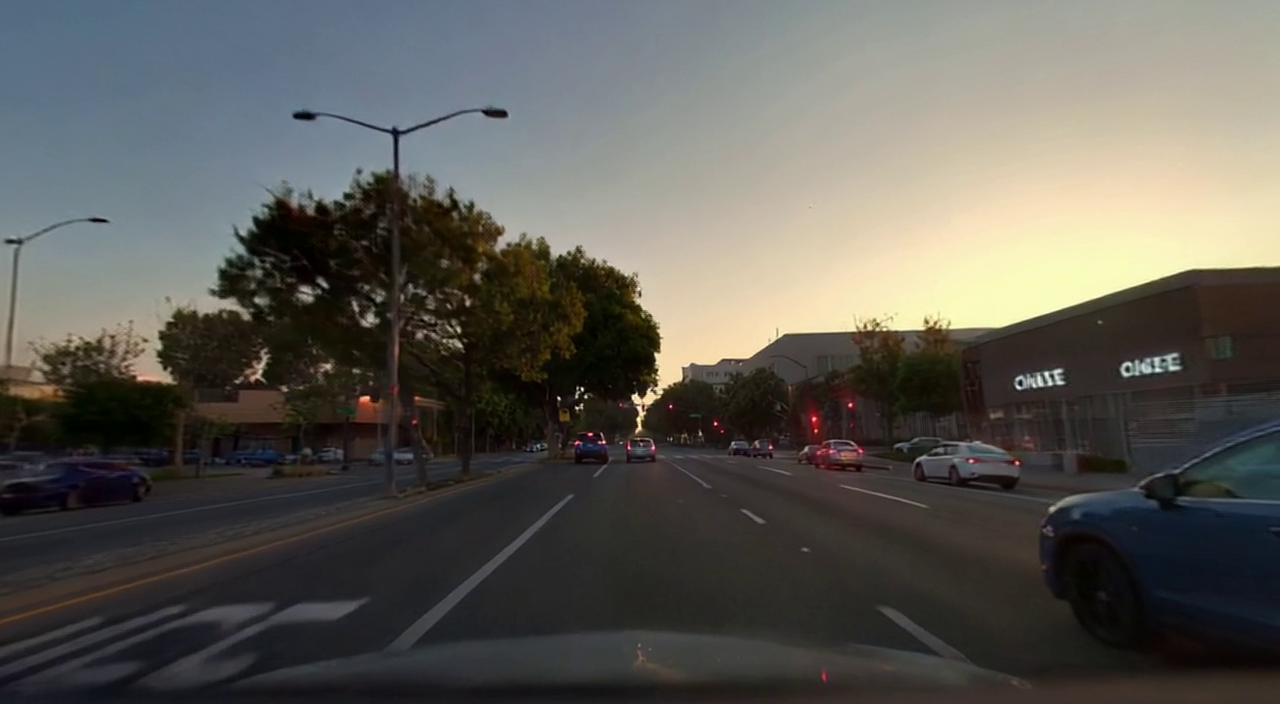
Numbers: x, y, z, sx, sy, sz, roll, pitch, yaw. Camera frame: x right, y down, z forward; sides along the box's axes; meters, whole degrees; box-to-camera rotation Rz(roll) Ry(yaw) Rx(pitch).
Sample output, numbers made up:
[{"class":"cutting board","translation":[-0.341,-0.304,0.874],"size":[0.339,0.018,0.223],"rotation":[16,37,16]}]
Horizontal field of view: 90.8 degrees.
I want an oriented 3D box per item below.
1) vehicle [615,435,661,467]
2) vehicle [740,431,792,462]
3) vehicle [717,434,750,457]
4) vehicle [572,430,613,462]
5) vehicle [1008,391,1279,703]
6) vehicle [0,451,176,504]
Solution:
[{"class":"vehicle","translation":[-0.092,4.884,31.271],"size":[2.097,1.480,4.006],"rotation":[0,-8,0]},{"class":"vehicle","translation":[7.375,5.599,37.444],"size":[2.068,1.731,4.752],"rotation":[0,-8,-1]},{"class":"vehicle","translation":[7.212,7.303,49.144],"size":[1.894,1.693,4.110],"rotation":[0,-8,-1]},{"class":"vehicle","translation":[-2.791,5.740,38.499],"size":[2.064,1.825,4.760],"rotation":[0,-8,1]},{"class":"vehicle","translation":[3.742,0.875,2.504],"size":[1.861,1.473,4.393],"rotation":[0,-8,-1]},{"class":"vehicle","translation":[-18.069,4.060,20.901],"size":[1.865,1.460,4.693],"rotation":[0,-8,-1]}]
